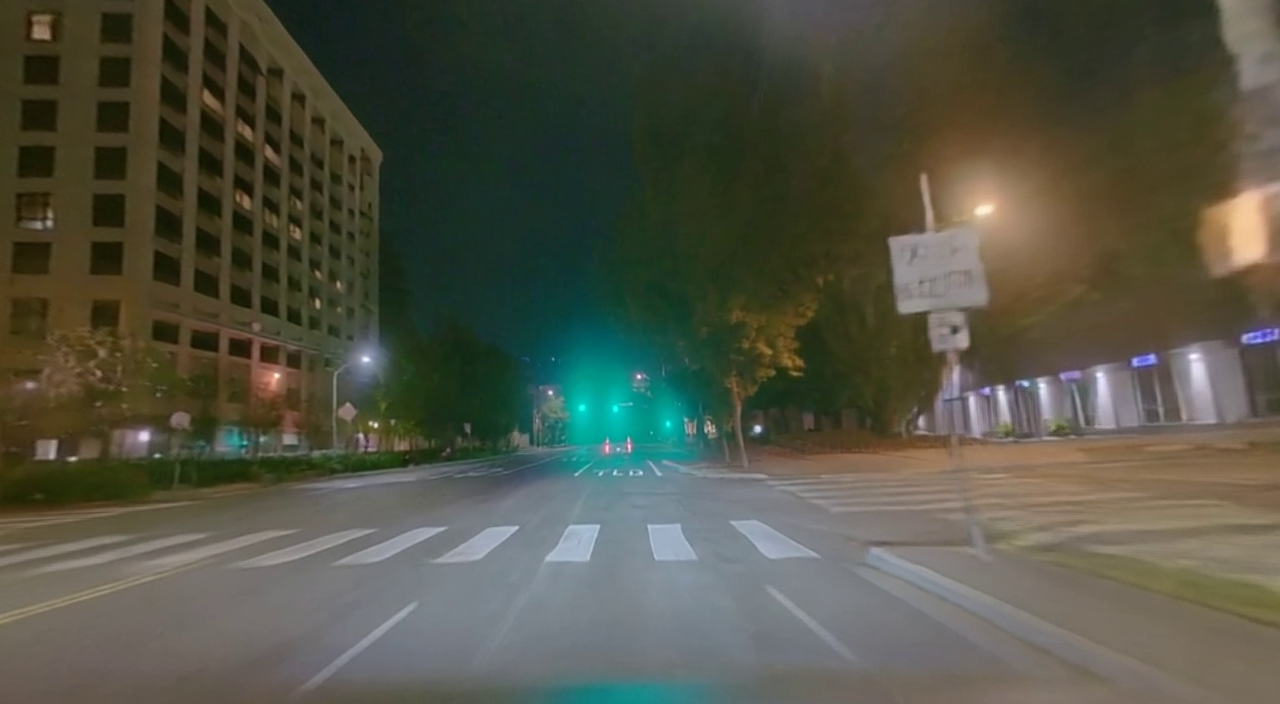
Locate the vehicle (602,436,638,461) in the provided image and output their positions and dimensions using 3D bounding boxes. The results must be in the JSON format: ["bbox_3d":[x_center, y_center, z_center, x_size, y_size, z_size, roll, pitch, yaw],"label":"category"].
[{"bbox_3d":[-1.228,5.909,39.001,2.131,1.474,4.146,0,-8,-2],"label":"vehicle"}]
